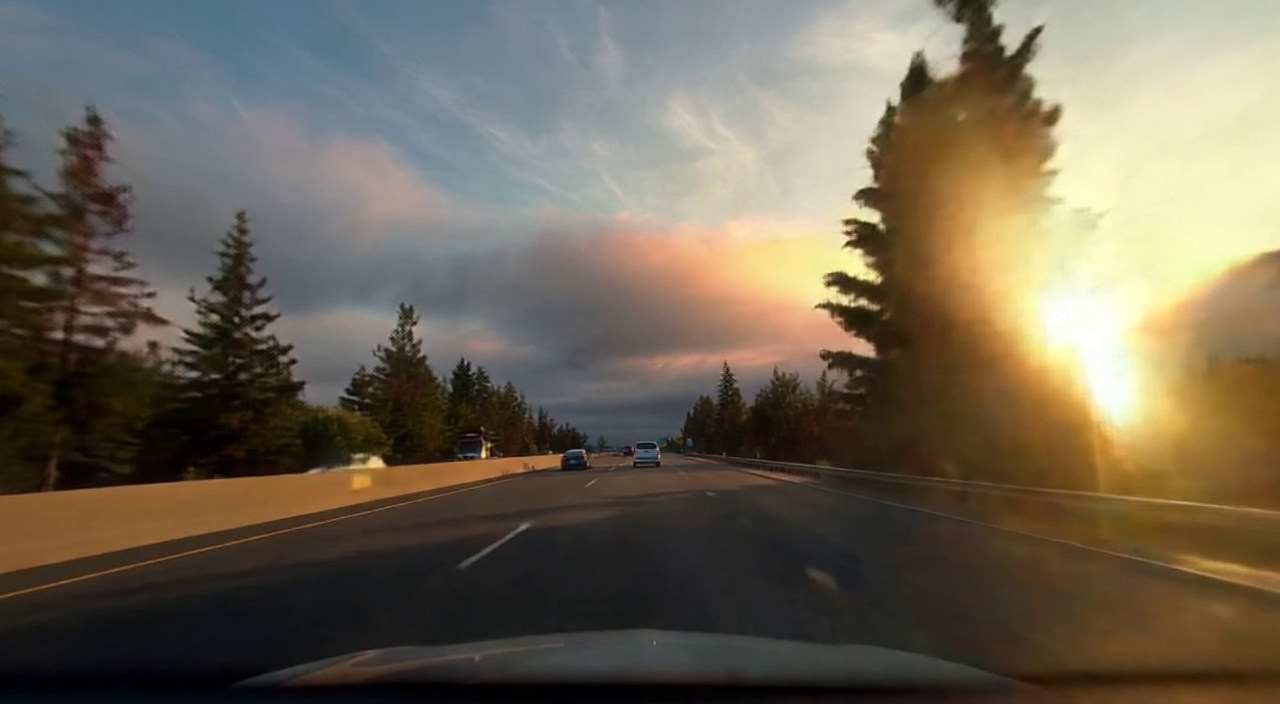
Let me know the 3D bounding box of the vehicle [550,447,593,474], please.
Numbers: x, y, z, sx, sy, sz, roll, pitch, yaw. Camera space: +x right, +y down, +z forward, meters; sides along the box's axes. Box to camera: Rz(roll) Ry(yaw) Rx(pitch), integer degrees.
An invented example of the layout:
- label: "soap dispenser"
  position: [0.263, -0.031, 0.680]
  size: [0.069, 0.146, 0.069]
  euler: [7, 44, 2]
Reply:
- label: "vehicle"
  position: [-3.869, 6.246, 36.388]
  size: [1.998, 1.460, 4.422]
  euler: [0, -9, 0]

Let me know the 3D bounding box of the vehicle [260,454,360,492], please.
- label: "vehicle"
  position: [-14.273, 5.240, 27.555]
  size: [2.076, 1.493, 4.106]
  euler: [0, -9, 2]

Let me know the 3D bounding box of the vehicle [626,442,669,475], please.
- label: "vehicle"
  position: [0.388, 5.733, 34.082]
  size: [2.172, 1.687, 3.929]
  euler: [0, -9, 0]
